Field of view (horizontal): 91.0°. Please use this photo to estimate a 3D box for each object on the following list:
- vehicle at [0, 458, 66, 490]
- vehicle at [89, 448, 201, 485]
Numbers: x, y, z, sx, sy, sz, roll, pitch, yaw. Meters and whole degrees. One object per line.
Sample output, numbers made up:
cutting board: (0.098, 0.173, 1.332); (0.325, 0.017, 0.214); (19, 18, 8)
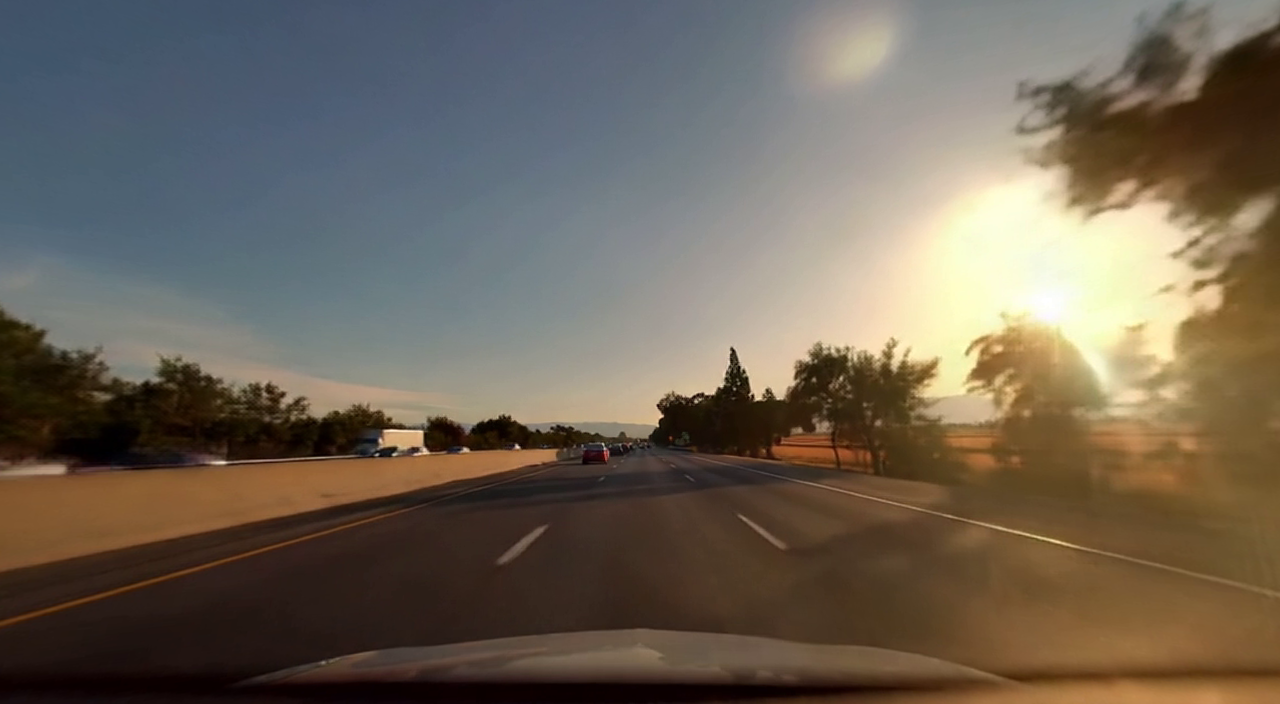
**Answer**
vehicle: (-32.489, 6.216, 32.155); (1.870, 1.539, 4.637); (0, -9, 1)
vehicle: (-24.561, 5.666, 31.503); (1.918, 1.688, 4.470); (0, -9, 0)
